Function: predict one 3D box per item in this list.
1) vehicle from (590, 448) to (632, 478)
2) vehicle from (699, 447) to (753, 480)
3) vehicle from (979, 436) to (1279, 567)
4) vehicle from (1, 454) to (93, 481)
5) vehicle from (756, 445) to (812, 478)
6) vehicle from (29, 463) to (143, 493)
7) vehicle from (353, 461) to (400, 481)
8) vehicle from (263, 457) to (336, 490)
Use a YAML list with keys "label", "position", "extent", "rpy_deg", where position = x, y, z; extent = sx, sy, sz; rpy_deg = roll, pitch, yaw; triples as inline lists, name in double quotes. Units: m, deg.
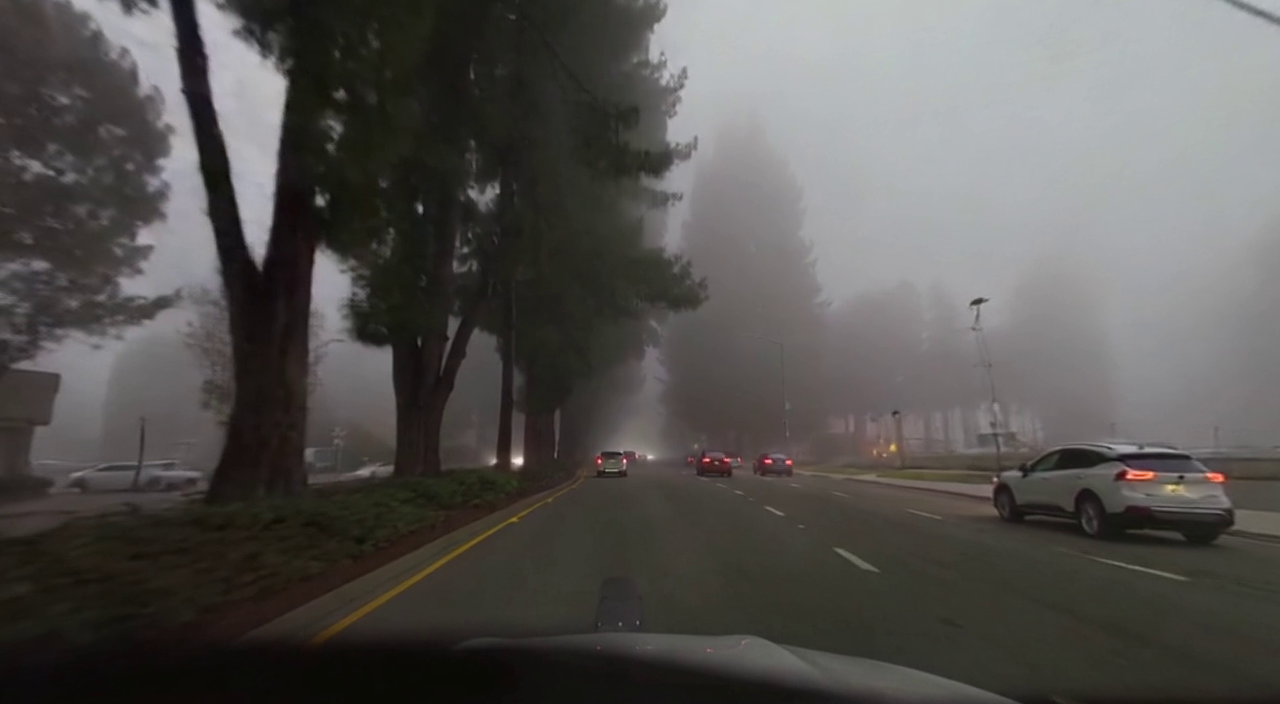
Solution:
- label: "vehicle"
  position: [-1.529, 5.819, 33.395]
  extent: [2.077, 1.477, 3.897]
  rpy_deg: [0, -9, -3]
- label: "vehicle"
  position: [4.097, 5.373, 30.691]
  extent: [2.020, 1.472, 3.958]
  rpy_deg: [0, -9, -1]
- label: "vehicle"
  position: [7.484, 2.102, 9.748]
  extent: [1.888, 1.508, 4.646]
  rpy_deg: [0, -9, 0]
- label: "vehicle"
  position: [-41.104, 7.998, 43.848]
  extent: [4.361, 1.773, 2.028]
  rpy_deg: [-1, -9, 4]
- label: "vehicle"
  position: [7.780, 5.946, 34.560]
  extent: [1.945, 1.687, 4.292]
  rpy_deg: [0, -9, -2]
- label: "vehicle"
  position: [-29.375, 6.690, 33.563]
  extent: [4.320, 1.459, 1.860]
  rpy_deg: [0, -9, 3]
- label: "vehicle"
  position: [-20.294, 9.150, 48.802]
  extent: [1.769, 1.344, 3.947]
  rpy_deg: [0, -9, 2]
- label: "vehicle"
  position: [-19.911, 7.106, 37.227]
  extent: [2.013, 1.655, 4.604]
  rpy_deg: [-2, -8, -4]
